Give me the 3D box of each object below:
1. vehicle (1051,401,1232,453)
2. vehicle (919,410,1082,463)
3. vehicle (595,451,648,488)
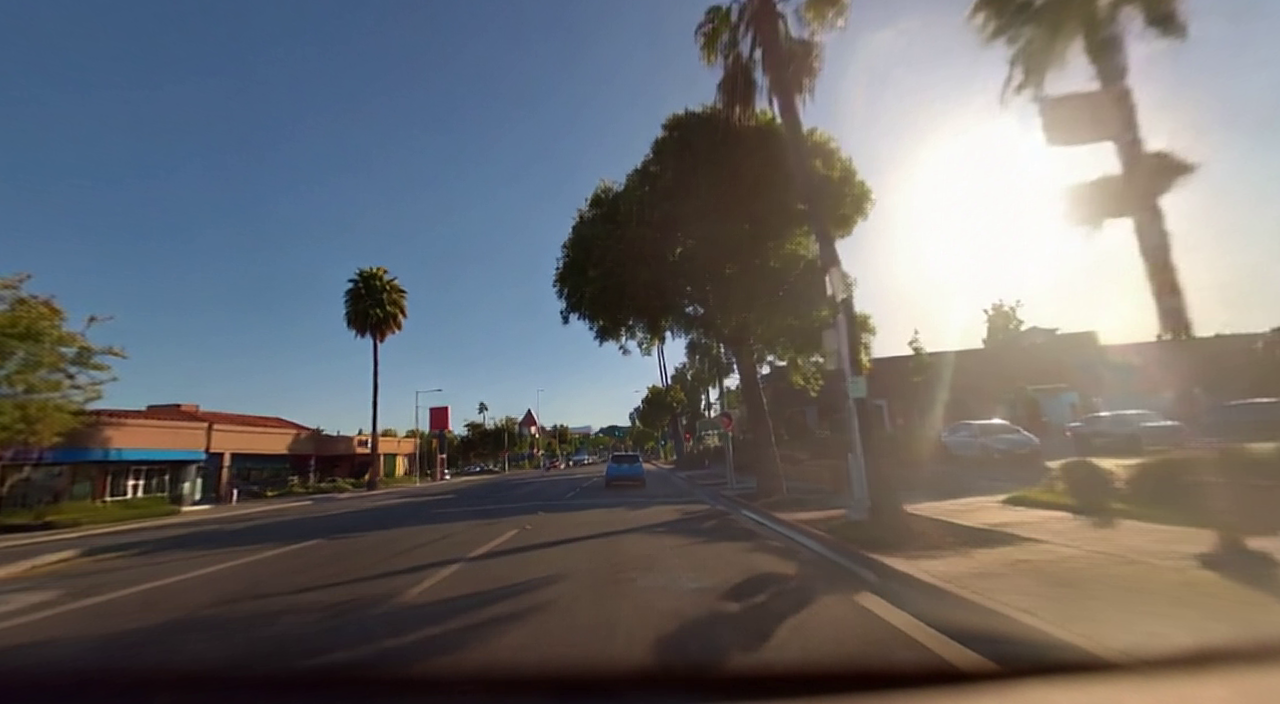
[{"bbox_3d":[17.815,2.789,22.714,1.856,1.665,4.574,5,-11,-32],"label":"vehicle"},{"bbox_3d":[12.571,3.074,22.360,1.873,1.657,4.557,5,-11,-30],"label":"vehicle"},{"bbox_3d":[-0.788,5.183,28.142,2.156,1.462,4.495,0,-9,-1],"label":"vehicle"}]
